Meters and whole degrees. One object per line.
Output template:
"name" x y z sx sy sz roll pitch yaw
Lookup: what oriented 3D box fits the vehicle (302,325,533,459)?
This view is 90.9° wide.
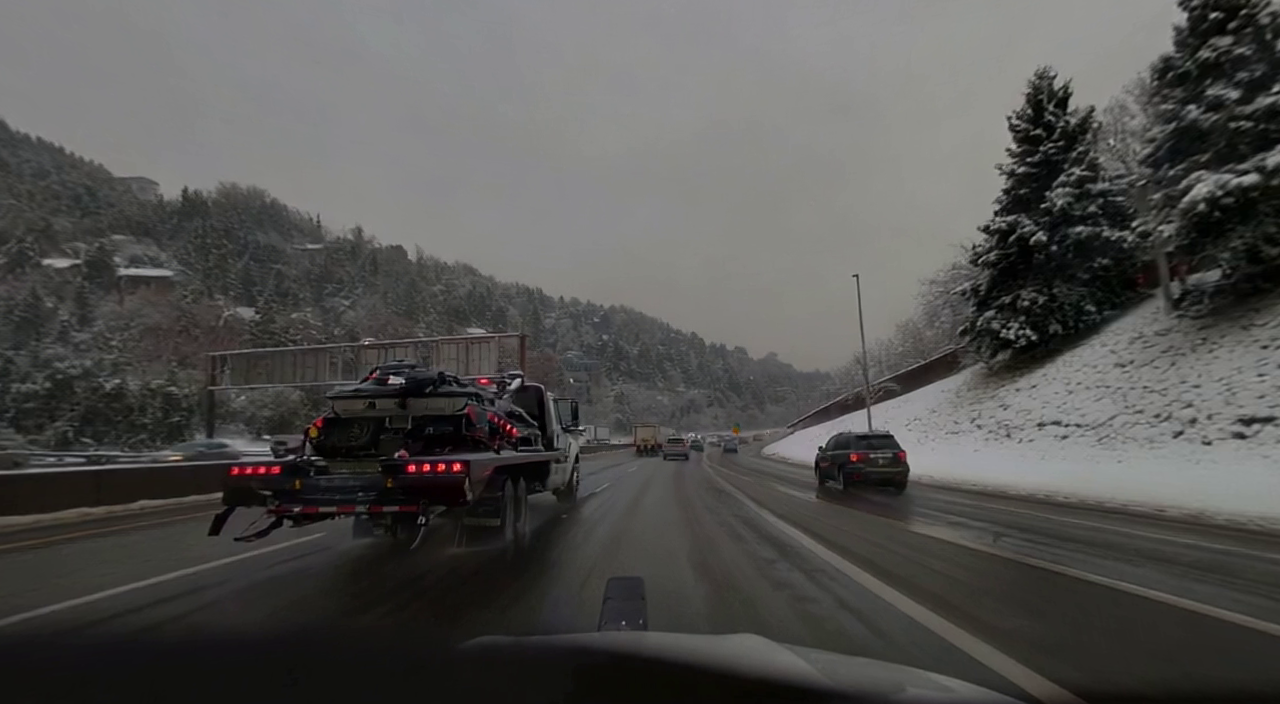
"vehicle" -3.171 0.837 10.256 1.893 1.674 4.766 0 -8 1

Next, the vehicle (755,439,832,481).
"vehicle" 6.378 4.520 26.832 2.075 1.614 4.682 0 -8 0

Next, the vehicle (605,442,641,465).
"vehicle" -1.096 6.759 42.216 2.016 1.450 4.310 -1 -8 4

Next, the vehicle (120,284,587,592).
"vehicle" -3.170 1.532 11.239 3.162 2.955 10.282 0 -8 2

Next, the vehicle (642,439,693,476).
"vehicle" 1.221 4.591 27.647 2.079 1.499 3.915 0 -8 3
